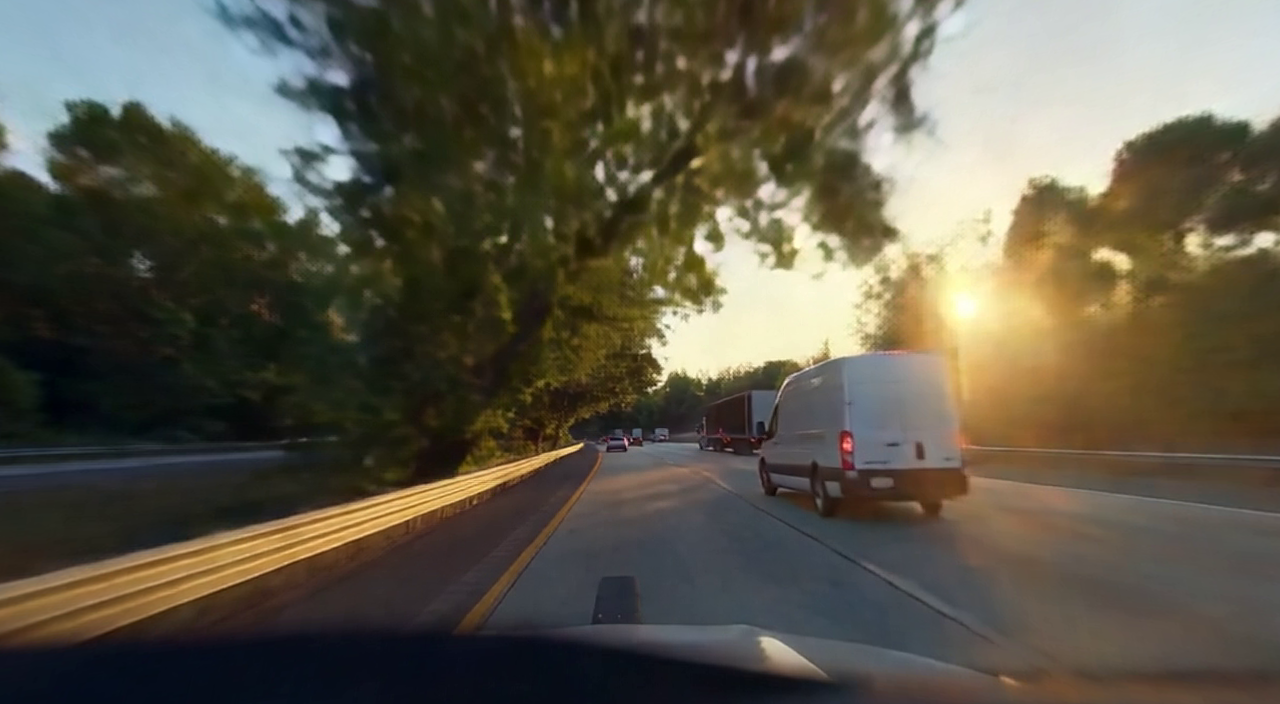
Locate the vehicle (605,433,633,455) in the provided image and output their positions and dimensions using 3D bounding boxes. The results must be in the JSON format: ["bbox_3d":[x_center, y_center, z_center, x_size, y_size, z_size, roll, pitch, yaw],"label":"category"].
[{"bbox_3d":[-1.649,7.122,48.972,2.088,1.671,4.068,0,-8,-2],"label":"vehicle"}]

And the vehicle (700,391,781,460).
[{"bbox_3d":[6.644,5.294,44.482,2.888,4.093,14.227,0,-8,-2],"label":"vehicle"}]

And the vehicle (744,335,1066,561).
[{"bbox_3d":[3.428,1.415,9.840,2.436,2.521,5.409,0,-8,-2],"label":"vehicle"}]

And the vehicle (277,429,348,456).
[{"bbox_3d":[-19.363,5.357,37.557,1.860,1.500,4.781,0,-8,-3],"label":"vehicle"}]
